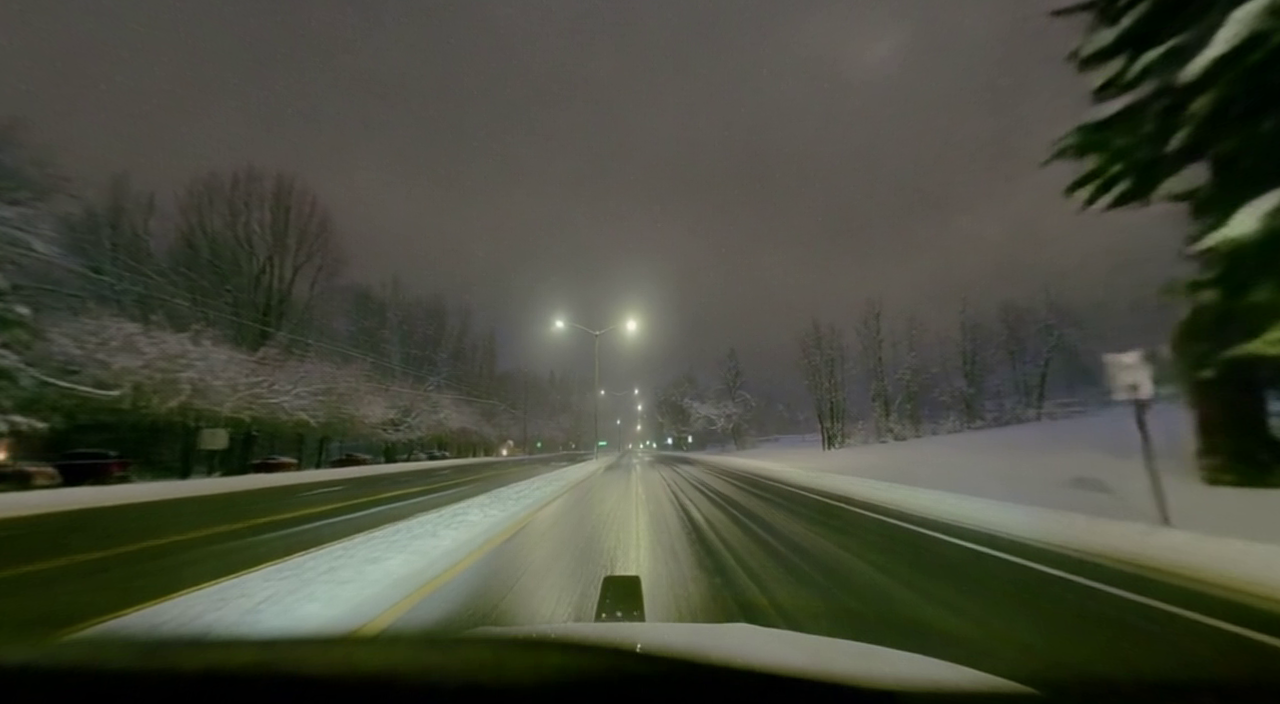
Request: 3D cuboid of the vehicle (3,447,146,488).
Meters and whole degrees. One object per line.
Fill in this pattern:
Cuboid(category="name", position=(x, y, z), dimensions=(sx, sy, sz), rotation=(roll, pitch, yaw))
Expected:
Cuboid(category="vehicle", position=(-27.445, 5.599, 30.826), dimensions=(4.783, 1.722, 2.206), rotation=(-1, -7, -2))

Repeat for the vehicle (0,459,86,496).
Cuboid(category="vehicle", position=(-27.314, 5.551, 27.989), dimensions=(3.810, 1.444, 1.742), rotation=(-1, -7, -2))
